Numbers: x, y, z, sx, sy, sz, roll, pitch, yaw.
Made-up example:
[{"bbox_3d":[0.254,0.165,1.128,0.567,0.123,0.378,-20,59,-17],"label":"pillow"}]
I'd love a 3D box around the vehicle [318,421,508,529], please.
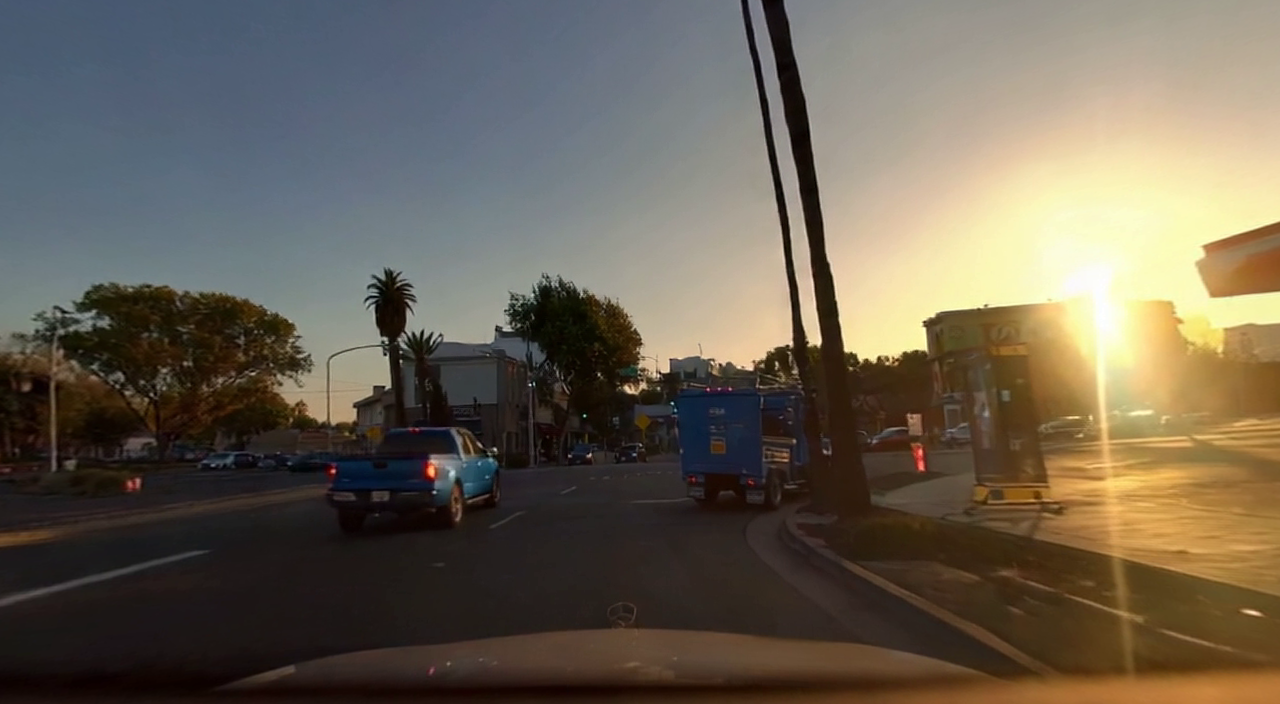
[{"bbox_3d":[-4.205,2.354,12.687,2.102,1.744,4.630,0,-8,0],"label":"vehicle"}]

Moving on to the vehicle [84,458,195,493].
[{"bbox_3d":[-27.680,6.825,35.036,4.583,1.556,1.893,-3,-6,-1],"label":"vehicle"}]

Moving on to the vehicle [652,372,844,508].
[{"bbox_3d":[3.096,2.348,16.881,2.463,2.954,5.938,-6,-10,37],"label":"vehicle"}]

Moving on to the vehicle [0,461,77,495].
[{"bbox_3d":[-39.585,8.204,41.085,4.136,1.863,1.785,-3,-8,-1],"label":"vehicle"}]

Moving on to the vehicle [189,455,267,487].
[{"bbox_3d":[-25.996,7.493,39.924,3.721,1.450,1.824,-7,-7,1],"label":"vehicle"}]
